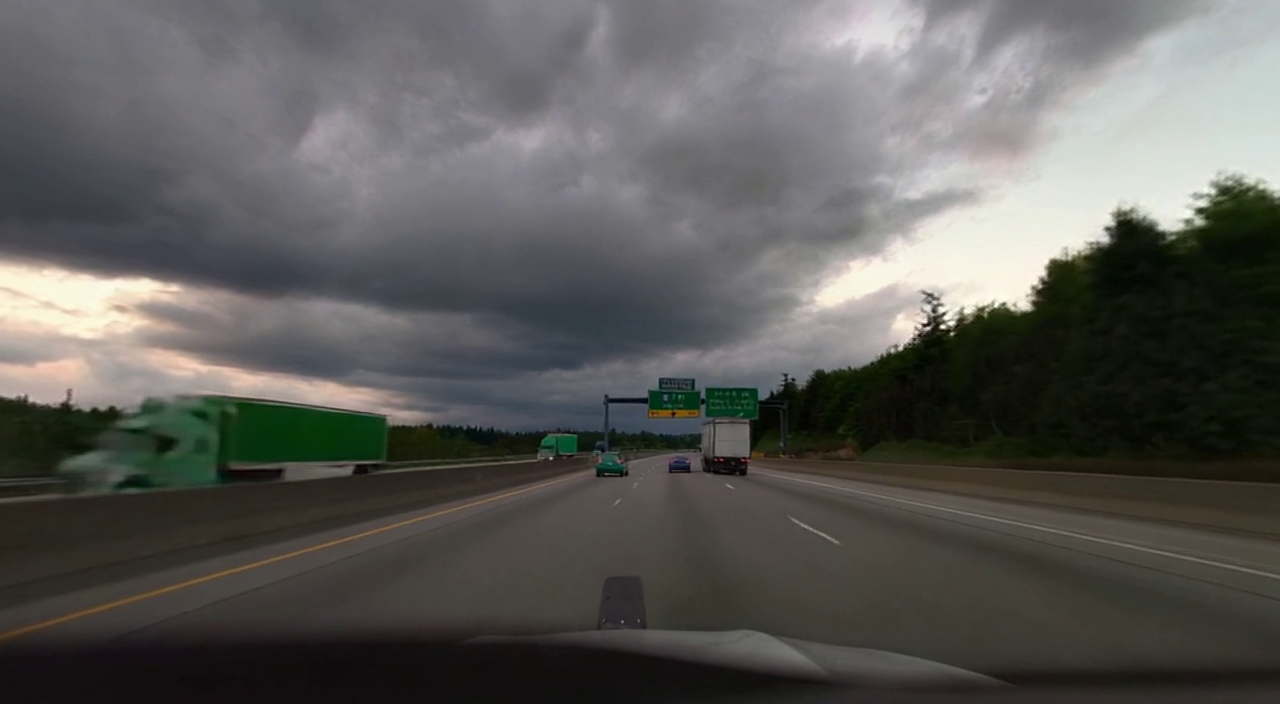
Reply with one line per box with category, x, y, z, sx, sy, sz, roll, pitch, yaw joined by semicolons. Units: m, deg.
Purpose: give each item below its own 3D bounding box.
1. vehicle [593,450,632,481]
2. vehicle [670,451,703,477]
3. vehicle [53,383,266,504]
vehicle;-1.472;6.307;35.260;1.960;1.579;4.384;0;-9;1
vehicle;2.937;7.171;40.650;1.957;1.541;4.099;0;-9;2
vehicle;-17.717;3.484;23.919;3.005;3.979;5.919;-1;-9;2
